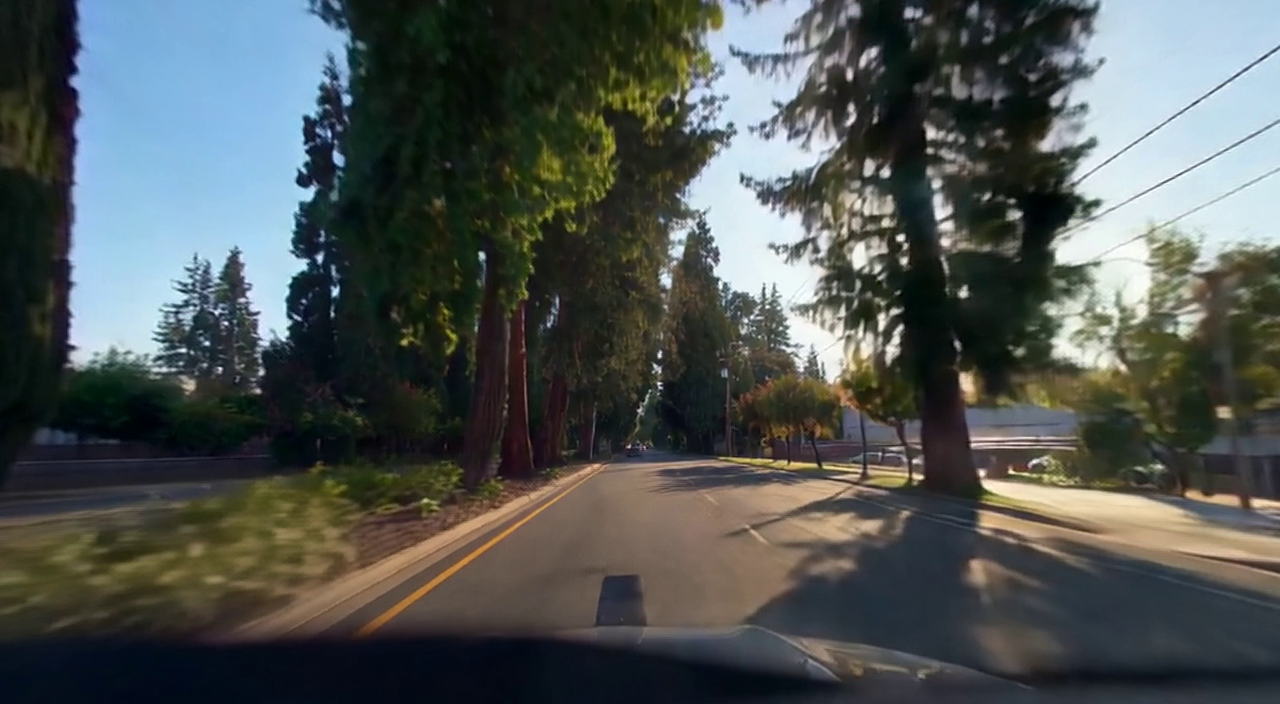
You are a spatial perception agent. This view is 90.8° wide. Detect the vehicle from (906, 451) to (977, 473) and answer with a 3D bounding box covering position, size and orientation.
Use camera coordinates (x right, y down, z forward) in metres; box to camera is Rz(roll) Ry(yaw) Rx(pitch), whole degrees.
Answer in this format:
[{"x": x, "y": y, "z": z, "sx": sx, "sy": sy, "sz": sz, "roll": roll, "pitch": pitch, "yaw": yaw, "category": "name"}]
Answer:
[{"x": 23.736, "y": 8.671, "z": 49.861, "sx": 4.519, "sy": 1.658, "sz": 1.911, "roll": -1, "pitch": -8, "yaw": 0, "category": "vehicle"}]
